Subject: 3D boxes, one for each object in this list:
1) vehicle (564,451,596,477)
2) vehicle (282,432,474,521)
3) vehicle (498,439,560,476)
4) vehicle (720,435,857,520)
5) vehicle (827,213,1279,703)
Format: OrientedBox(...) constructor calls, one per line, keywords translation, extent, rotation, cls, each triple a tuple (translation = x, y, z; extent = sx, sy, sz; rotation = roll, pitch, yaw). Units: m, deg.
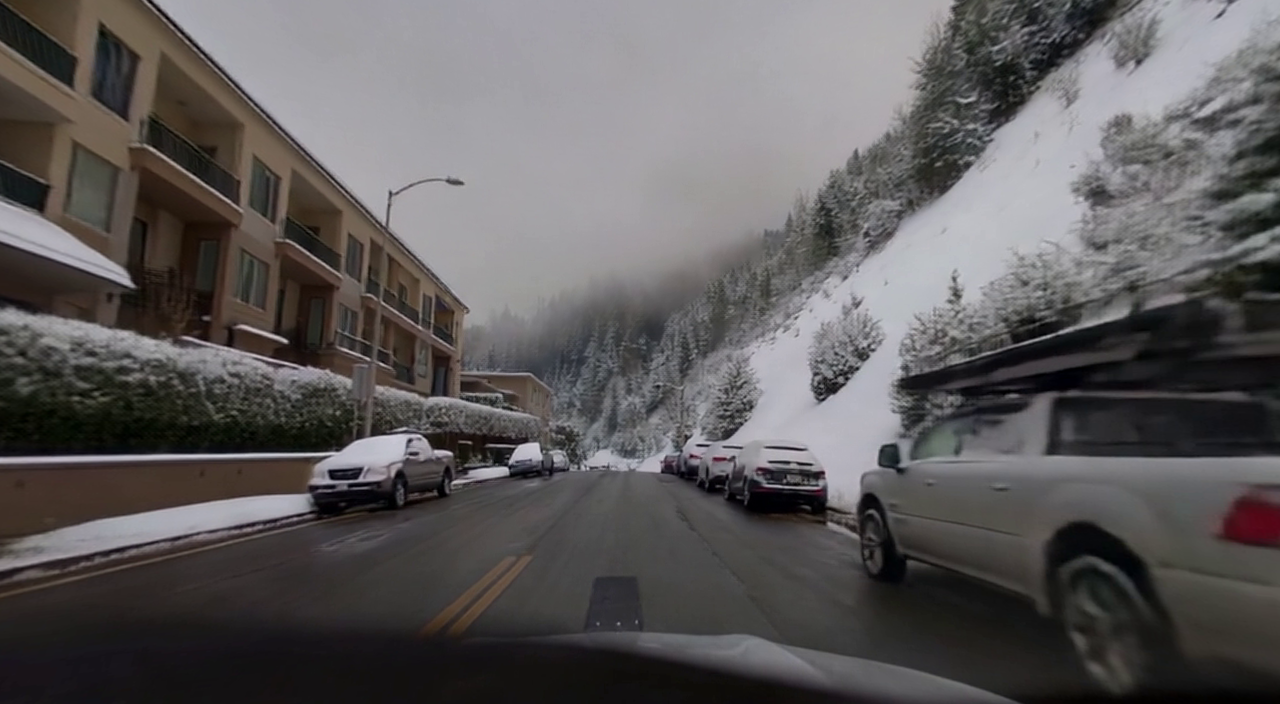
OrientedBox(translation=(-3.721, 7.107, 39.773), extent=(1.856, 1.474, 4.522), rotation=(0, -11, -3), cls="vehicle")
OrientedBox(translation=(-6.282, 3.054, 16.137), extent=(2.374, 1.843, 5.638), rotation=(0, -9, 1), cls="vehicle")
OrientedBox(translation=(-6.557, 6.454, 37.872), extent=(2.692, 1.949, 5.948), rotation=(0, -12, -1), cls="vehicle")
OrientedBox(translation=(3.124, 2.745, 14.320), extent=(1.926, 1.602, 4.433), rotation=(0, -9, -1), cls="vehicle")
OrientedBox(translation=(3.478, 0.957, 4.562), extent=(2.482, 2.184, 5.383), rotation=(0, -9, -1), cls="vehicle")
